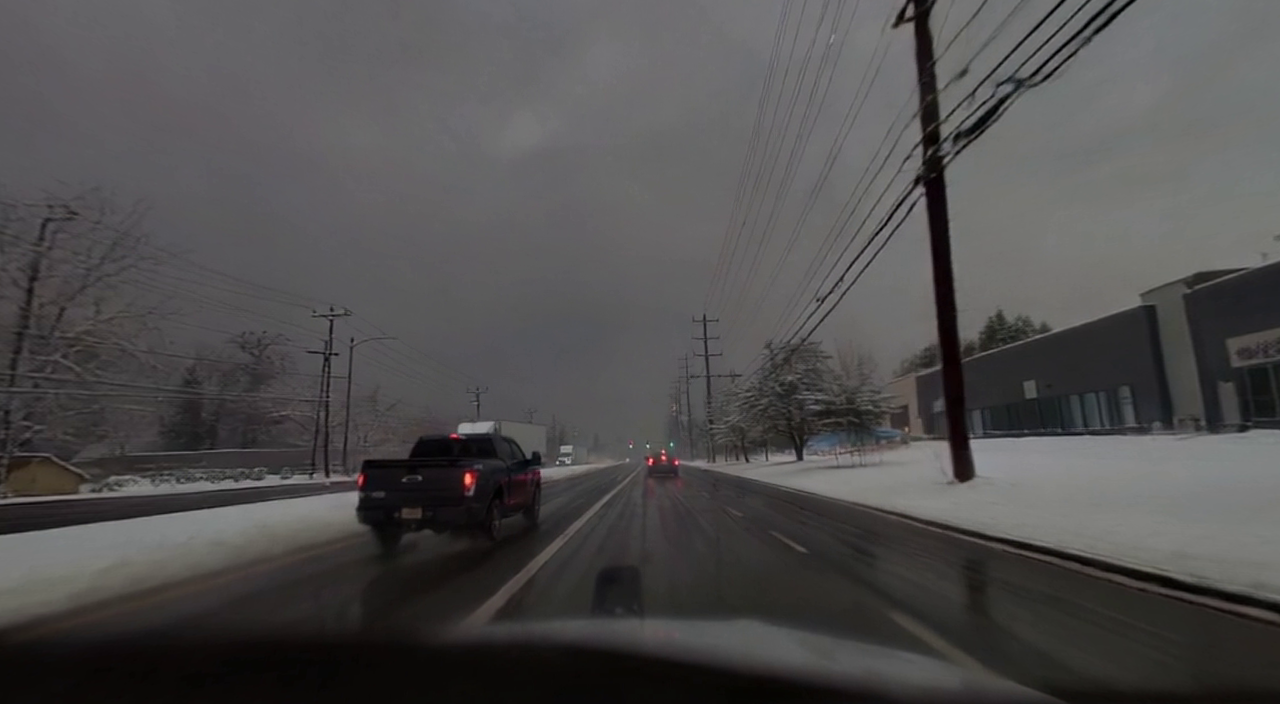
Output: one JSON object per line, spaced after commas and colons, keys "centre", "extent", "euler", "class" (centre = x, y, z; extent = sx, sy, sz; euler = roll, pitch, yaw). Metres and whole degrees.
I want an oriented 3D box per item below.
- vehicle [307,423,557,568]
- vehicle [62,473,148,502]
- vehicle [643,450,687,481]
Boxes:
{"centre": [-2.795, 2.073, 9.906], "extent": [2.169, 1.679, 4.723], "euler": [0, -9, 2], "class": "vehicle"}
{"centre": [-38.332, 9.708, 45.133], "extent": [4.458, 1.674, 2.034], "euler": [-2, -5, 2], "class": "vehicle"}
{"centre": [1.247, 5.925, 33.094], "extent": [2.114, 1.492, 4.453], "euler": [0, -9, 1], "class": "vehicle"}
